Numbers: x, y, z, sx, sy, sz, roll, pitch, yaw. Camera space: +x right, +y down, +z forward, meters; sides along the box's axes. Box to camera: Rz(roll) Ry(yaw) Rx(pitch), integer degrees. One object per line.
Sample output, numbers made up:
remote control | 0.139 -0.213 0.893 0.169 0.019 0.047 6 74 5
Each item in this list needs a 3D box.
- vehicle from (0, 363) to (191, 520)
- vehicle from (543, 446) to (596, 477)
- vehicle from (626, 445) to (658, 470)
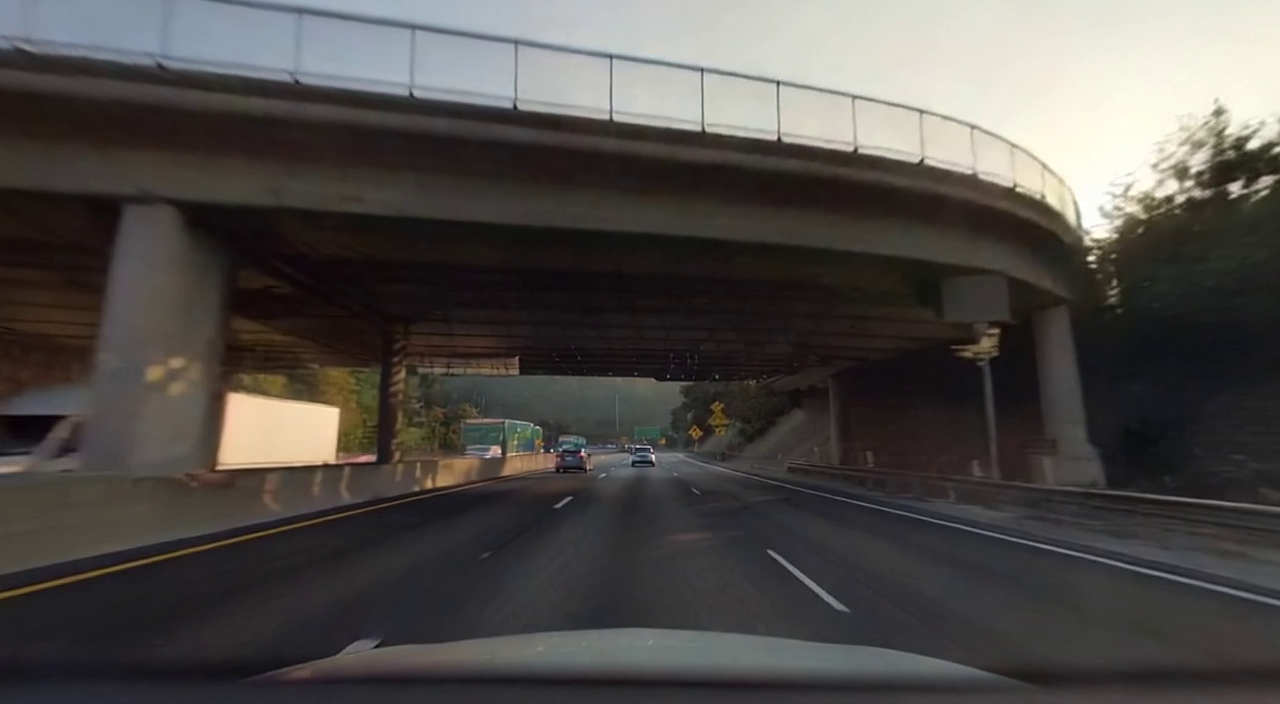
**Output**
vehicle | -17.614 2.752 19.365 2.969 4.056 6.010 0 -9 0
vehicle | -3.613 5.669 32.950 2.157 1.483 4.601 0 -9 1
vehicle | 0.137 7.011 42.129 2.011 1.590 3.607 0 -9 0
